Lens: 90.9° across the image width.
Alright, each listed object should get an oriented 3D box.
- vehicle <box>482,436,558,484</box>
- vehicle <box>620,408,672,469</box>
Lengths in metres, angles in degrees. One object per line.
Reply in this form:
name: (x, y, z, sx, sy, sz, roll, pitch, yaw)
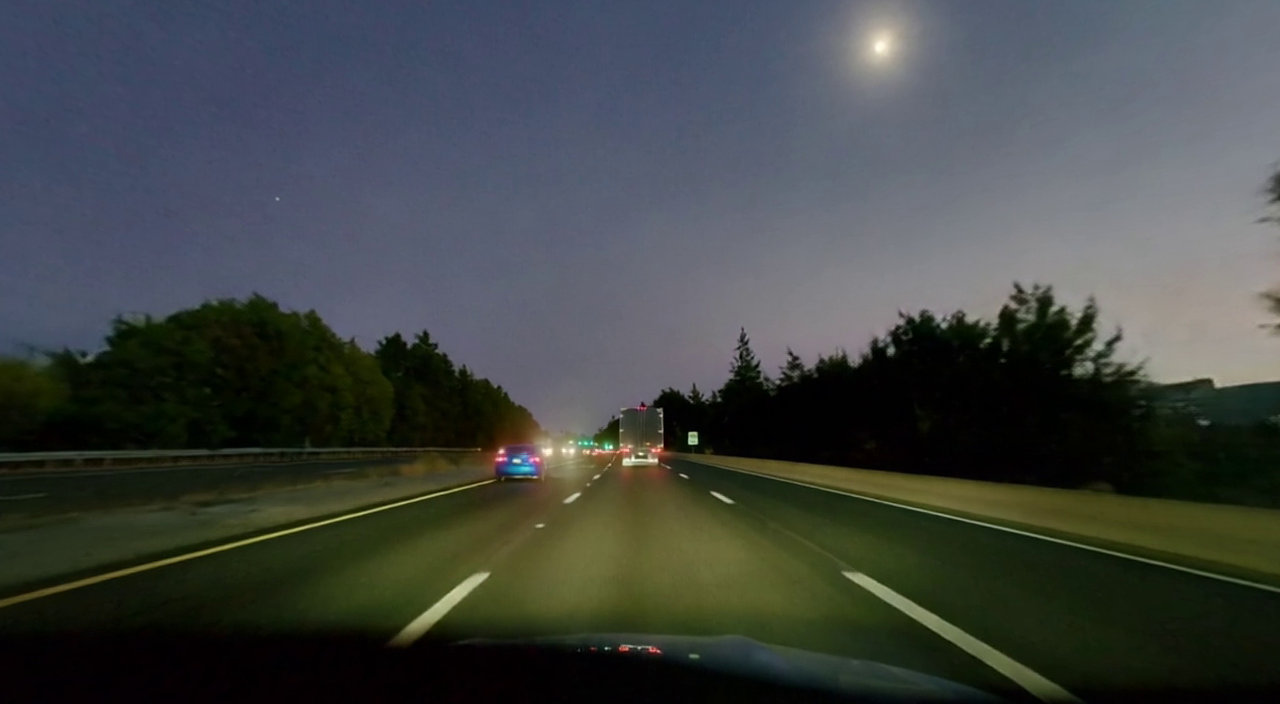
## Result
vehicle: (-4.280, 3.920, 23.047, 1.977, 1.602, 3.944, 0, -9, 0)
vehicle: (0.231, 5.865, 42.224, 2.893, 3.628, 9.081, 0, -9, -3)
